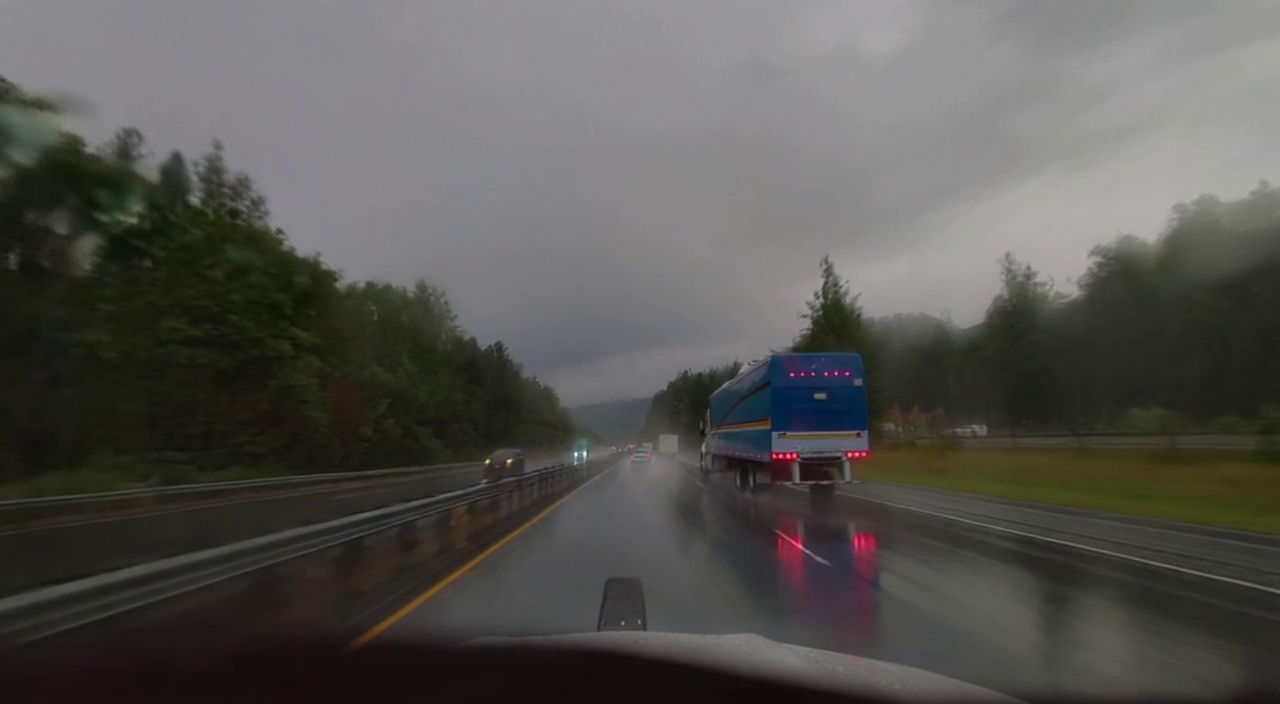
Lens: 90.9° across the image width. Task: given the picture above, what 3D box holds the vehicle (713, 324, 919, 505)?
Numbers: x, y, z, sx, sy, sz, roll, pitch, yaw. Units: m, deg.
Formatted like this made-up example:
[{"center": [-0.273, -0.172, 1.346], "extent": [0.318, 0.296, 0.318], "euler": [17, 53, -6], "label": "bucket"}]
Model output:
[{"center": [4.811, 2.497, 21.543], "extent": [2.939, 4.129, 14.300], "euler": [0, -9, 0], "label": "vehicle"}]

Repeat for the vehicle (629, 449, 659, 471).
[{"center": [0.250, 7.213, 42.273], "extent": [1.926, 1.386, 3.615], "euler": [0, -9, 0], "label": "vehicle"}]

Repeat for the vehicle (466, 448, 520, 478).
[{"center": [-8.453, 6.442, 36.706], "extent": [2.081, 1.624, 4.314], "euler": [0, -9, 0], "label": "vehicle"}]
